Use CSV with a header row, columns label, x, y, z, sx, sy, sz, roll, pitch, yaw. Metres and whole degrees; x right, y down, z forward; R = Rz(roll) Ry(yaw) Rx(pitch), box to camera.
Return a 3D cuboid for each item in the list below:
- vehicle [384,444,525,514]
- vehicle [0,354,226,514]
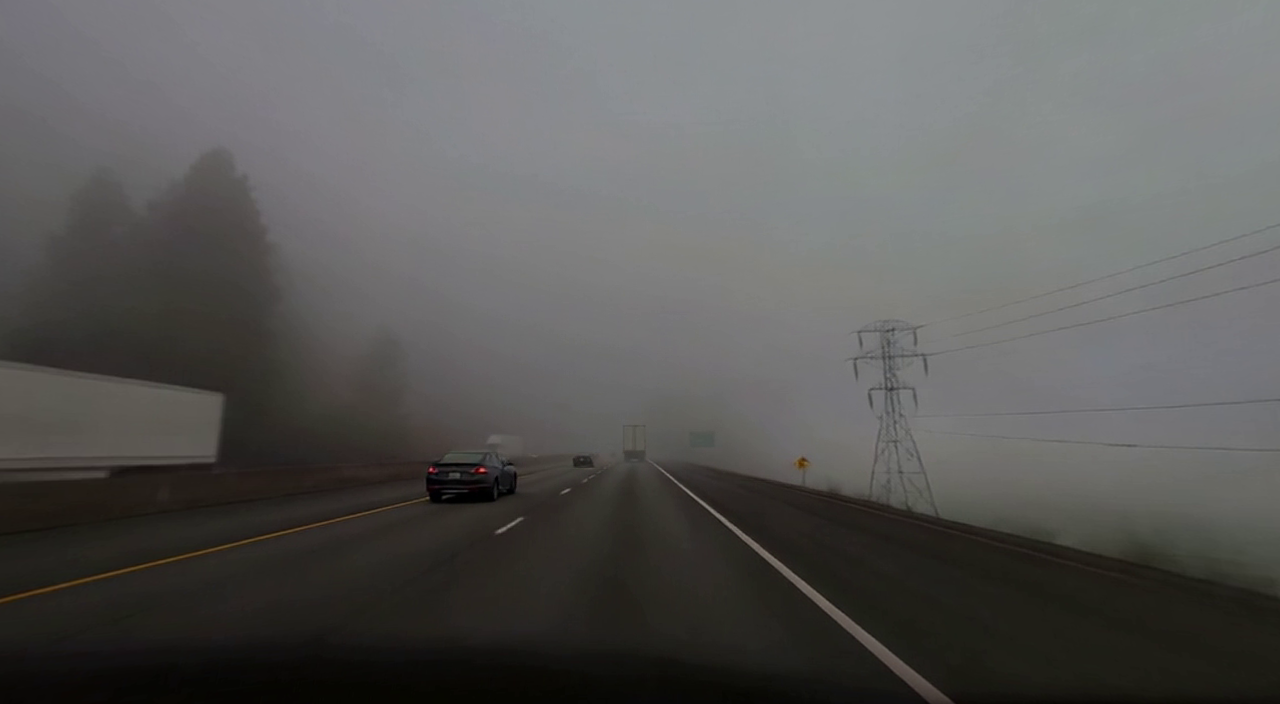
label,x,y,z,sx,sy,sz,roll,pitch,yaw
vehicle,-4.306,3.024,15.496,2.106,1.445,4.404,0,-9,0
vehicle,-17.970,2.361,17.766,2.933,4.087,14.392,0,-9,0
